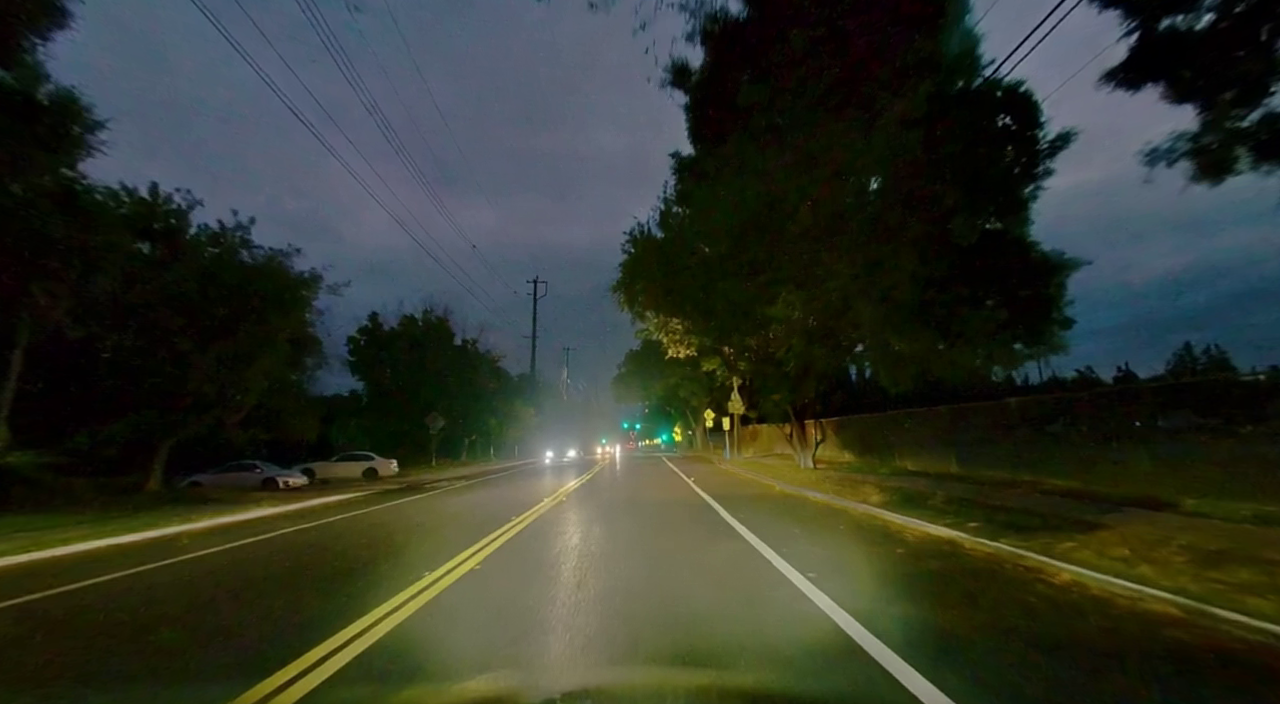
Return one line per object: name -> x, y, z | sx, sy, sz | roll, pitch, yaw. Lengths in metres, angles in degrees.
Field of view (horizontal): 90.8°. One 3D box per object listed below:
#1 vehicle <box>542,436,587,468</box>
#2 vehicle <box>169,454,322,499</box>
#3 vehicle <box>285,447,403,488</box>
vehicle -> -4.296, 5.760, 36.565 | 2.008, 1.730, 4.243 | -1, -8, 1
vehicle -> -15.547, 4.918, 25.135 | 4.641, 1.636, 1.983 | 0, -9, -5
vehicle -> -14.111, 5.533, 30.325 | 4.653, 1.842, 1.992 | -1, -9, 4
